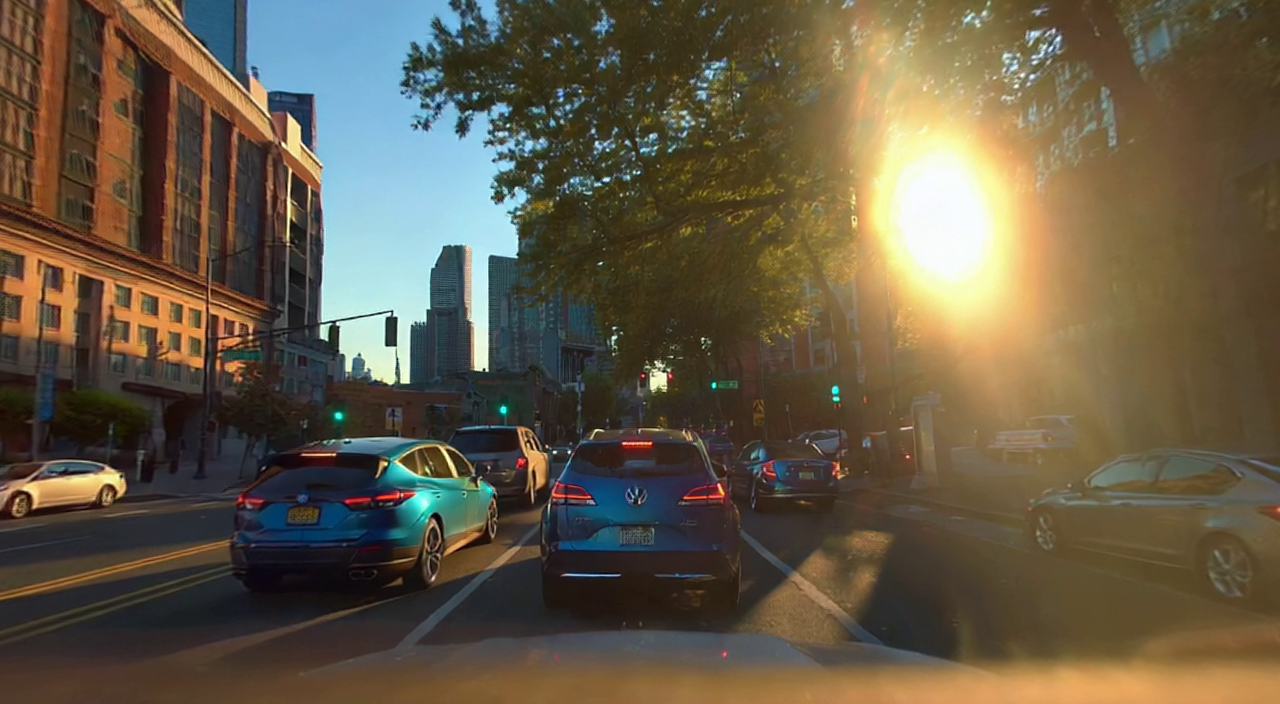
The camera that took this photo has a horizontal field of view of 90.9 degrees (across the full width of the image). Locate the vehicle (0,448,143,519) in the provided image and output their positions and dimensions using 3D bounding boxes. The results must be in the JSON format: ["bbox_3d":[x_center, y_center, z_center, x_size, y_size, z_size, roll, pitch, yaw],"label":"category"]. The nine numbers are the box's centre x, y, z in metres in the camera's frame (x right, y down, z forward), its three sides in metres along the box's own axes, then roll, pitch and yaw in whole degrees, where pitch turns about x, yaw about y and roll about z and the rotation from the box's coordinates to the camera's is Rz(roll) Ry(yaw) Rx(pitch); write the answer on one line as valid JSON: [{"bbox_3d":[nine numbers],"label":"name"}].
[{"bbox_3d":[-16.237,3.442,17.004,1.914,1.690,4.461,0,-9,1],"label":"vehicle"}]

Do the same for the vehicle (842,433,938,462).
[{"bbox_3d":[16.359,6.268,41.510,5.345,1.811,2.175,0,-9,-1],"label":"vehicle"}]

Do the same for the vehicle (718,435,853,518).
[{"bbox_3d":[2.981,2.632,13.843,2.018,1.529,3.880,0,-9,0],"label":"vehicle"}]

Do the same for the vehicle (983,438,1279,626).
[{"bbox_3d":[5.964,1.701,6.877,1.873,1.453,4.579,0,-9,0],"label":"vehicle"}]

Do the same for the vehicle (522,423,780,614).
[{"bbox_3d":[0.081,1.589,6.822,2.022,1.481,3.564,0,-9,0],"label":"vehicle"}]

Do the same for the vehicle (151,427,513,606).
[{"bbox_3d":[-3.011,1.698,7.406,2.131,1.486,4.089,0,-9,1],"label":"vehicle"}]
